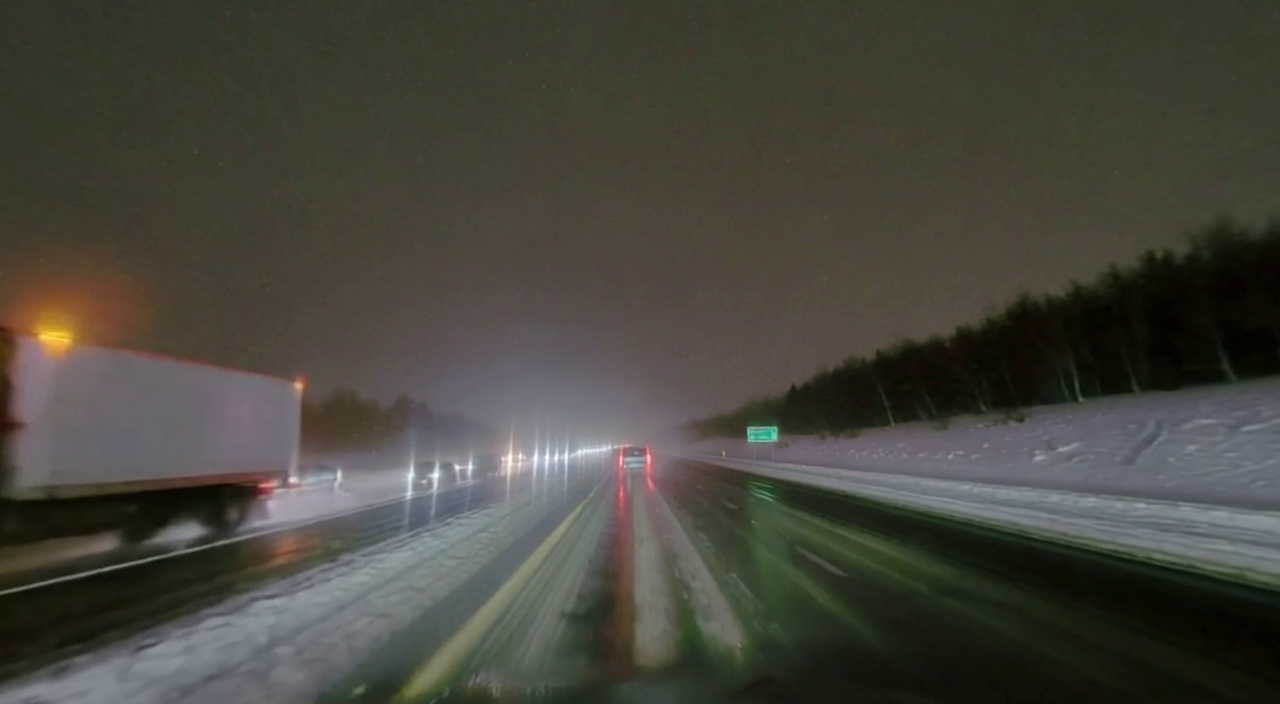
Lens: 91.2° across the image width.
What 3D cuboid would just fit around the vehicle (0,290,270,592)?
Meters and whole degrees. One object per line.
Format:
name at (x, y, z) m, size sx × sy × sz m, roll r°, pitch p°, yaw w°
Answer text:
vehicle at (-8.651, 1.241, 8.556) m, size 2.739 × 3.387 × 7.184 m, roll 0°, pitch -9°, yaw 0°

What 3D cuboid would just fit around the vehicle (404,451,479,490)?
vehicle at (-8.901, 5.320, 28.482) m, size 1.923 × 1.545 × 4.492 m, roll 0°, pitch -9°, yaw 0°

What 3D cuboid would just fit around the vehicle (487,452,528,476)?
vehicle at (-8.812, 7.448, 42.005) m, size 1.873 × 1.488 × 4.057 m, roll 0°, pitch -9°, yaw 0°

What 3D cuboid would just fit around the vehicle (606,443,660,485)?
vehicle at (-0.279, 4.411, 24.945) m, size 1.971 × 1.518 × 4.108 m, roll 0°, pitch -9°, yaw -1°
